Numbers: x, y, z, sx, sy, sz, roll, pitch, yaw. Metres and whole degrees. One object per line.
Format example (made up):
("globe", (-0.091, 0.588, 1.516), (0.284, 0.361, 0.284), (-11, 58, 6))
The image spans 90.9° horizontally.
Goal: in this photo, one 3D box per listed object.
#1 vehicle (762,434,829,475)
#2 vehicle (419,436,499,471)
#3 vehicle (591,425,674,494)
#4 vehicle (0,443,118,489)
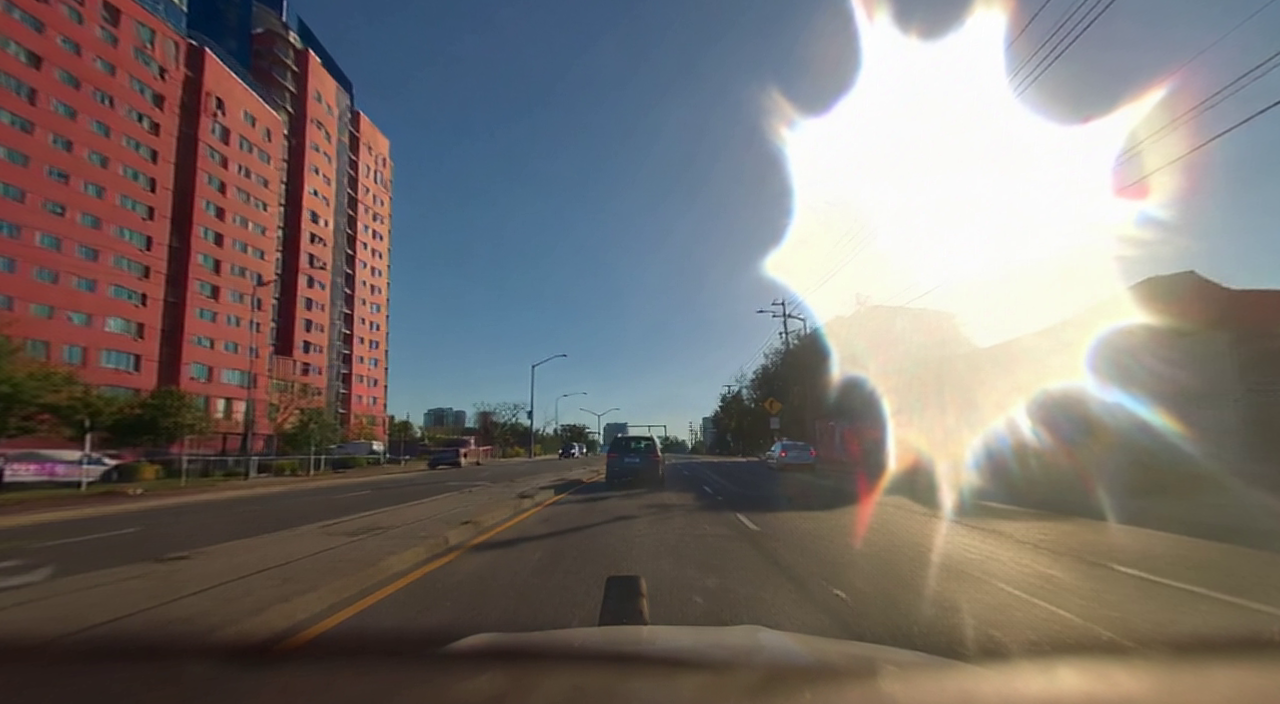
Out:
("vehicle", (7.098, 4.724, 29.211), (1.952, 1.749, 4.311), (0, -8, 0))
("vehicle", (-11.174, 6.329, 39.537), (2.544, 2.014, 5.821), (-1, -9, 8))
("vehicle", (-0.103, 3.162, 18.853), (2.160, 1.786, 4.702), (0, -8, 2))
("vehicle", (-26.489, 5.036, 27.743), (4.916, 1.826, 2.242), (-2, -10, -2))
